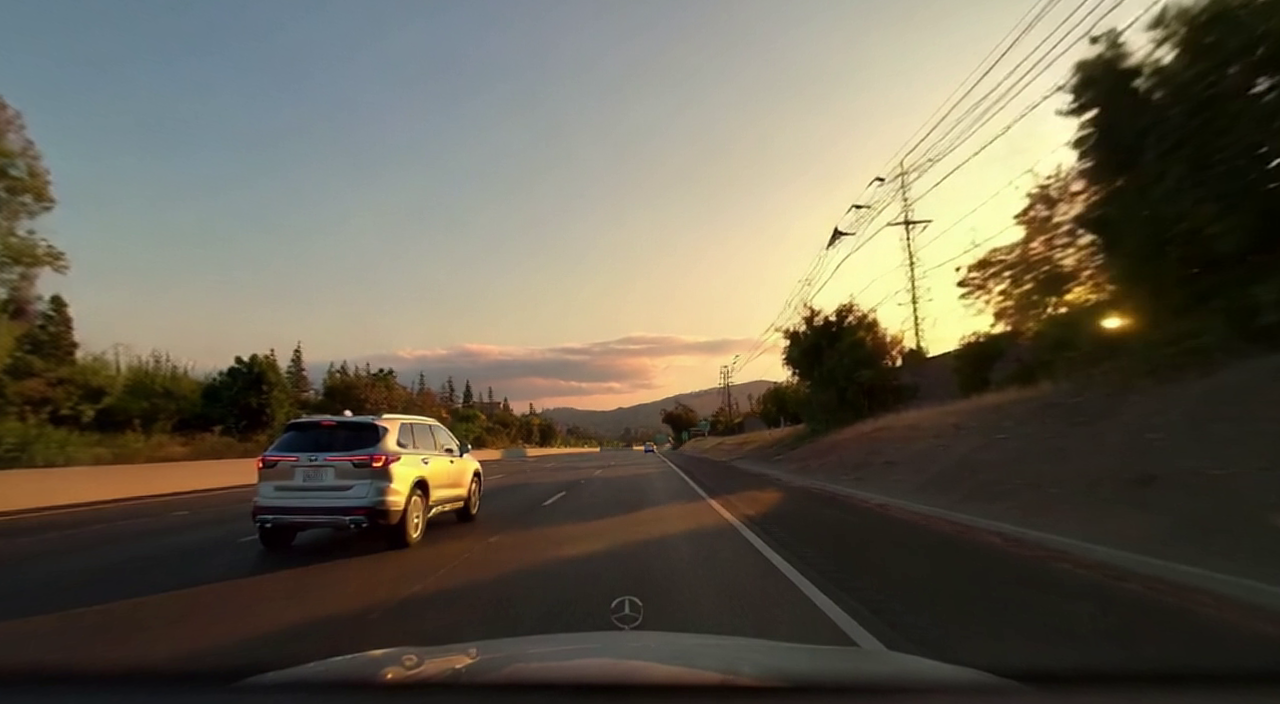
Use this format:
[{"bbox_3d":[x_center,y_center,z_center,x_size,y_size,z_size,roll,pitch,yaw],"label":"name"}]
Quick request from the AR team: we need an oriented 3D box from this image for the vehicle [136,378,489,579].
[{"bbox_3d":[-3.842,1.606,8.803,2.136,1.975,5.037,0,-8,1],"label":"vehicle"}]
